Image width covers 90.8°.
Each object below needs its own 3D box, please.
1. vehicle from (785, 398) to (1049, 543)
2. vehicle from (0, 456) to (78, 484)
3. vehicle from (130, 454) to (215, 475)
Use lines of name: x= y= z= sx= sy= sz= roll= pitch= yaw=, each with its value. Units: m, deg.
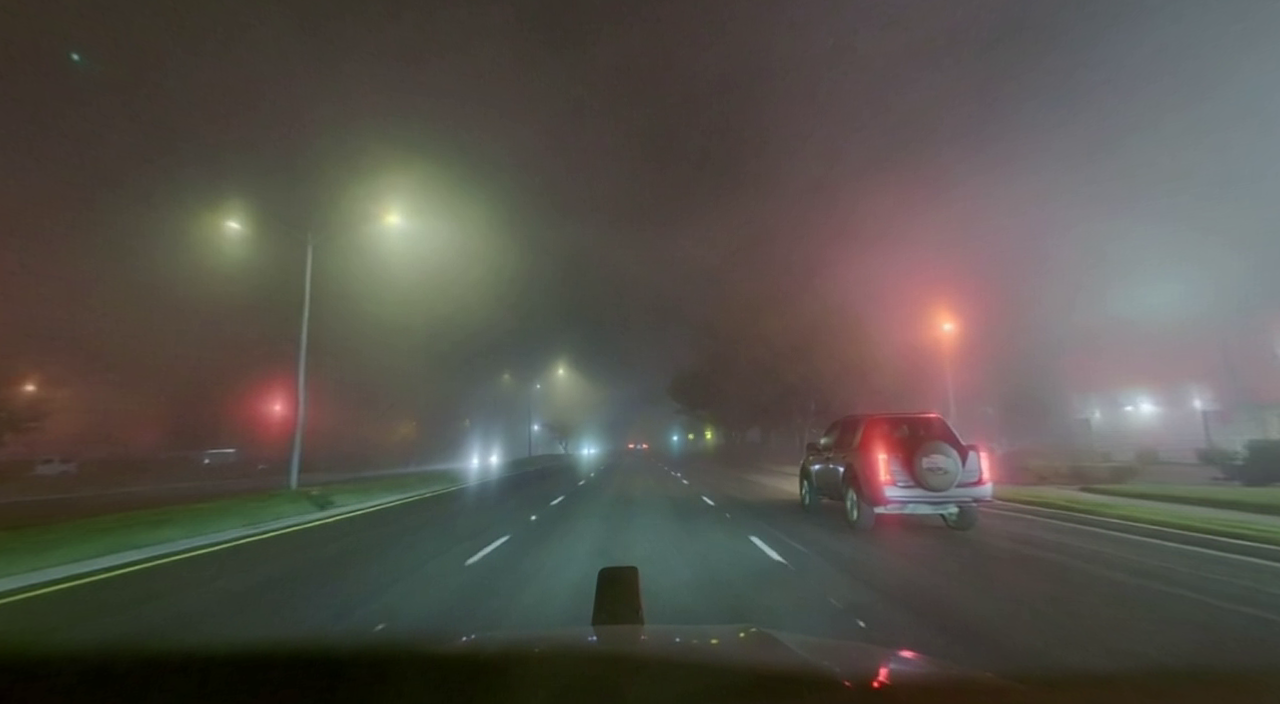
vehicle: x=4.377 y=1.989 z=11.227 sx=2.185 sy=1.956 sz=5.128 roll=0 pitch=-8 yaw=-2
vehicle: x=-33.002 y=6.281 z=33.637 sx=4.463 sy=1.411 sz=1.779 roll=-1 pitch=-8 yaw=2
vehicle: x=-32.878 y=7.892 z=44.484 sx=4.635 sy=1.422 sz=1.725 roll=-1 pitch=-8 yaw=3
